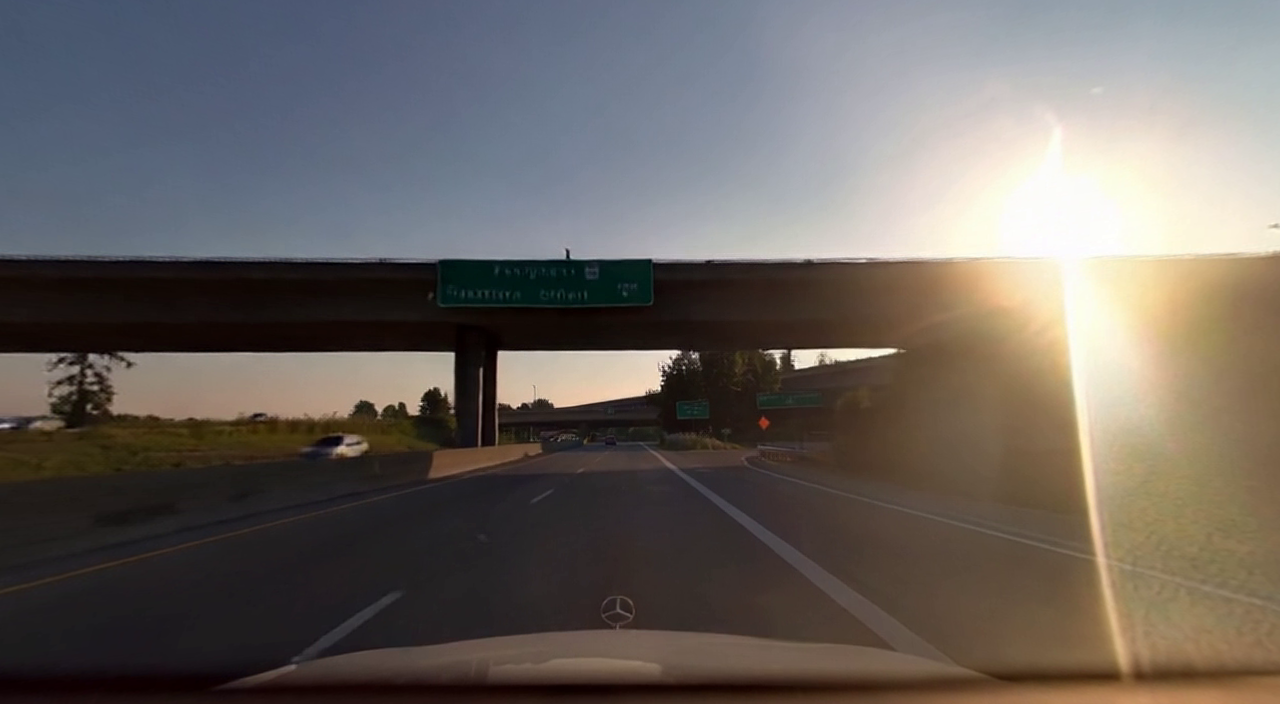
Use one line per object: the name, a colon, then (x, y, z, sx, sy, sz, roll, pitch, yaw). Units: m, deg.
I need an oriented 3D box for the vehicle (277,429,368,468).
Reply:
vehicle: (-15.730, 4.788, 31.555, 2.112, 1.744, 4.771, 1, -8, -1)
